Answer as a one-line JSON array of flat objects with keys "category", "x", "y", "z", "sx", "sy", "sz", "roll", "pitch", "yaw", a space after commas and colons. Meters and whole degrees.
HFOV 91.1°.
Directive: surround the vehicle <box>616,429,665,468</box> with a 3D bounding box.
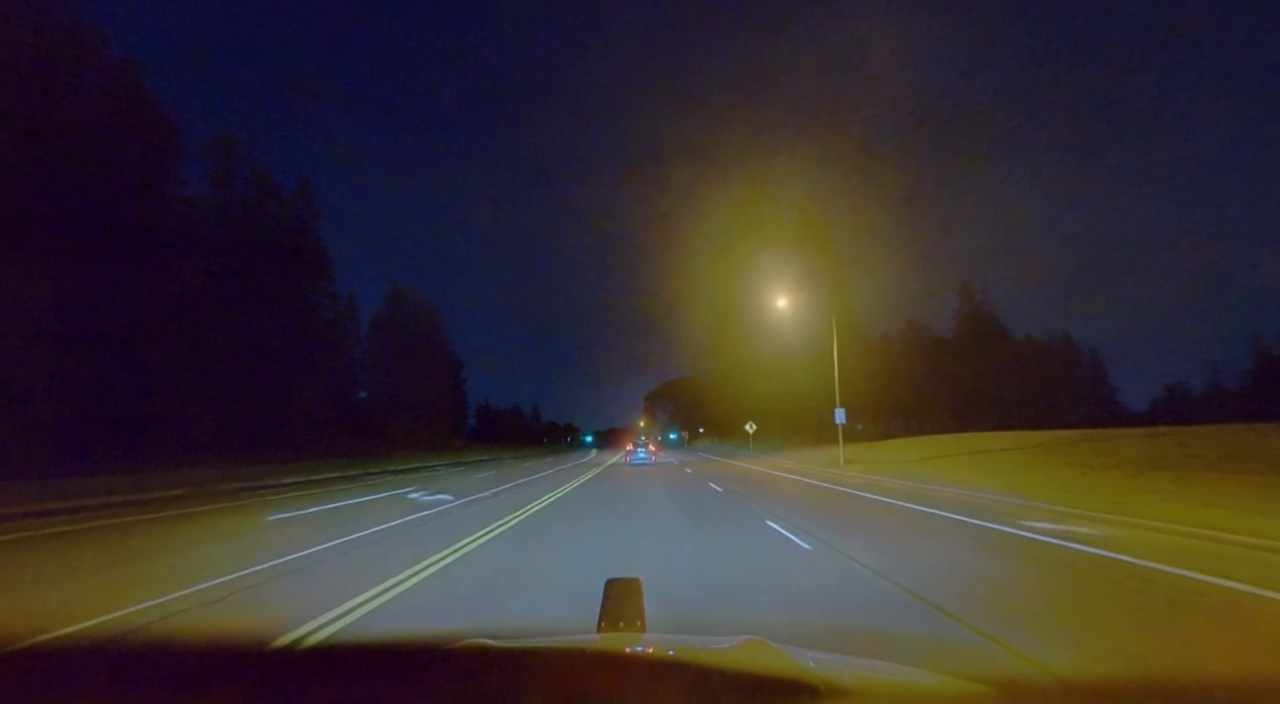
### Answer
[{"category": "vehicle", "x": 0.049, "y": 4.695, "z": 30.710, "sx": 2.256, "sy": 1.734, "sz": 4.176, "roll": 0, "pitch": -8, "yaw": 1}]
